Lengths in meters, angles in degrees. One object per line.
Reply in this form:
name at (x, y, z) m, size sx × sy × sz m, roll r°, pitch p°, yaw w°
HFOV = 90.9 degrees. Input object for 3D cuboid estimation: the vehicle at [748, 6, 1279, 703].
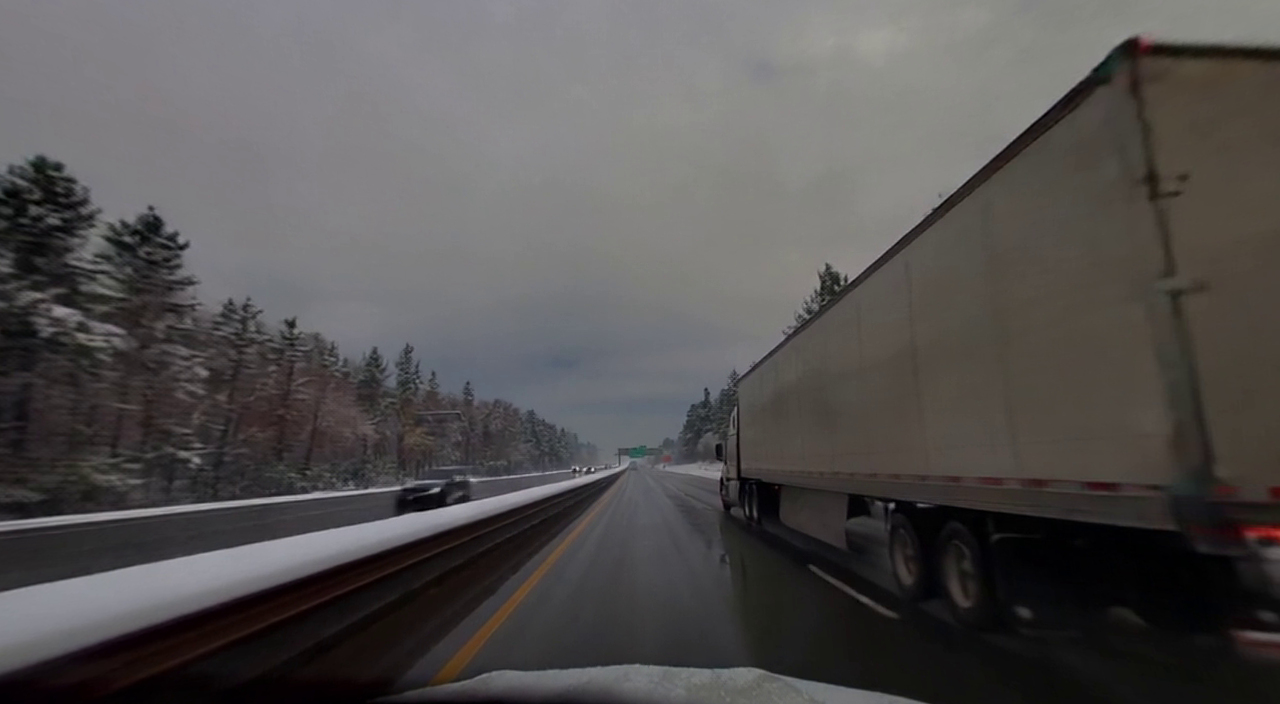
vehicle at (4.618, 1.160, 9.986) m, size 3.204 × 4.102 × 13.306 m, roll 1°, pitch -10°, yaw -1°

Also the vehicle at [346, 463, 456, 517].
vehicle at (-7.301, 4.253, 19.775) m, size 1.805 × 1.474 × 4.168 m, roll 1°, pitch -10°, yaw 0°
